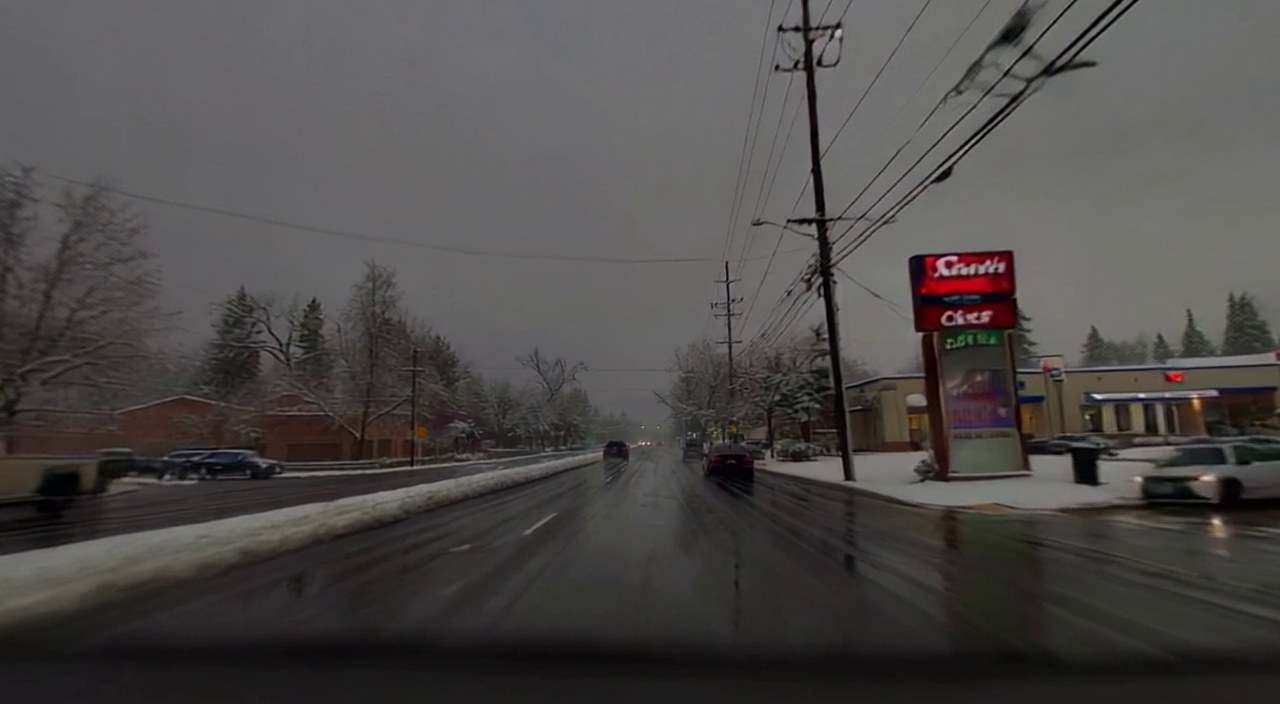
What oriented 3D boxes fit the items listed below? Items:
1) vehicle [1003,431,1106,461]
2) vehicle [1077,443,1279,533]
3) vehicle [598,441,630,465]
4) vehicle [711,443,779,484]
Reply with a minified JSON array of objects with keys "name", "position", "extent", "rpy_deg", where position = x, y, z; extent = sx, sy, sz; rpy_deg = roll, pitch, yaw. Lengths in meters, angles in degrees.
[{"name":"vehicle","position":[28.126,6.376,42.836],"extent":[5.612,1.850,2.328],"rpy_deg":[1,-9,-10]},{"name":"vehicle","position":[11.419,2.612,12.512],"extent":[4.144,1.540,1.913],"rpy_deg":[0,-7,-5]},{"name":"vehicle","position":[-1.843,7.353,45.917],"extent":[2.047,1.664,4.148],"rpy_deg":[-1,-9,2]},{"name":"vehicle","position":[4.011,4.332,24.759],"extent":[1.978,1.455,4.195],"rpy_deg":[0,-9,0]}]
